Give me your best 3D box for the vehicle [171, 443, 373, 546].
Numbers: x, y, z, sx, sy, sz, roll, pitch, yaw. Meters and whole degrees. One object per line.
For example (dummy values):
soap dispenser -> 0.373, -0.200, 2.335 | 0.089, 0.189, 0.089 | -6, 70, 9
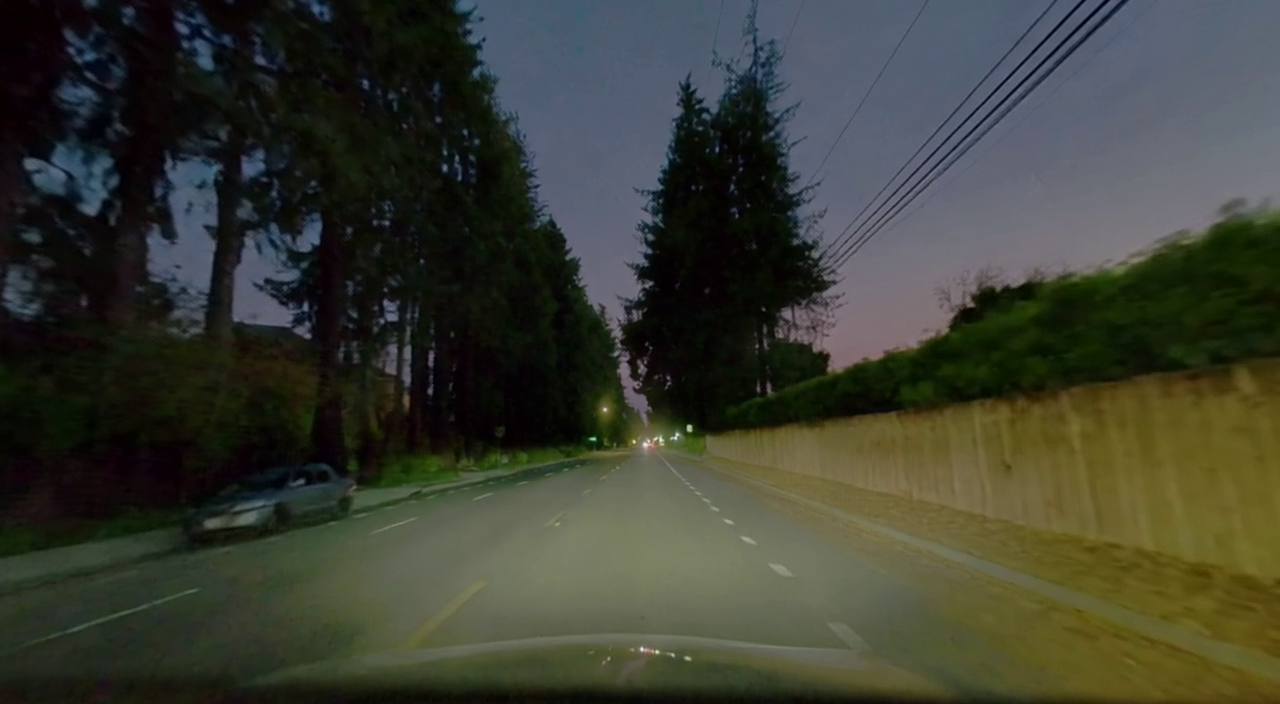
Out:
vehicle -> -7.721, 2.958, 13.797 | 1.945, 1.760, 4.021 | -3, -8, 2
